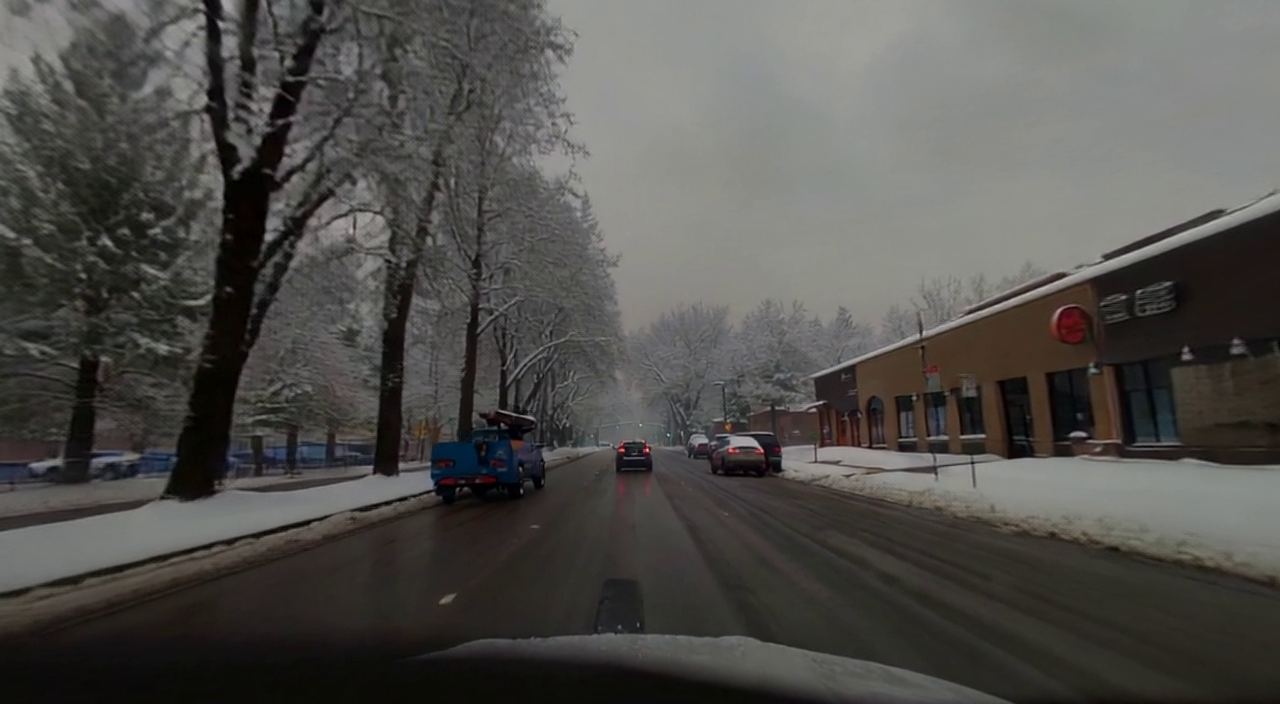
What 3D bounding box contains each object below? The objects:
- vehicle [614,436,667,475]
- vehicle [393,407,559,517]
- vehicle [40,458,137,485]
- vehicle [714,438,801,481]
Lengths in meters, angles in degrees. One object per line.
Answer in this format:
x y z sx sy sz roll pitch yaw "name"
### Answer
-0.034 5.079 31.235 2.413 1.748 4.406 0 -8 -1 "vehicle"
-3.482 2.506 14.899 2.424 2.063 5.678 0 -8 0 "vehicle"
-34.824 7.522 40.090 1.876 1.470 4.711 0 -8 0 "vehicle"
4.739 4.397 26.237 2.082 1.601 4.451 1 -9 -10 "vehicle"
